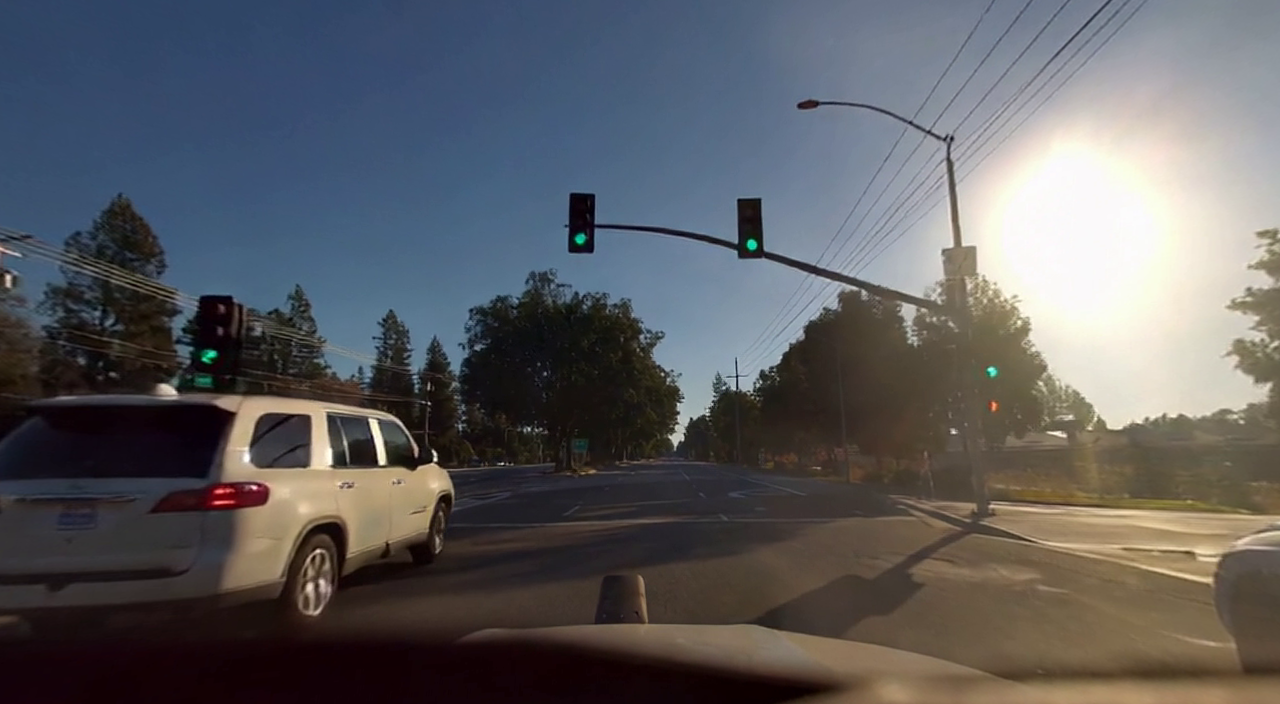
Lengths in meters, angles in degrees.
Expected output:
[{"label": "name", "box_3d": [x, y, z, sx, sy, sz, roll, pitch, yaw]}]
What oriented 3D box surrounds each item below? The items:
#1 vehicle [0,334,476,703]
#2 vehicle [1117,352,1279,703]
[{"label": "vehicle", "box_3d": [-3.461, 1.287, 5.904, 2.374, 1.985, 5.391, 0, -9, 0]}, {"label": "vehicle", "box_3d": [3.608, 0.652, 1.168, 2.056, 1.703, 4.305, 0, -9, 0]}]
